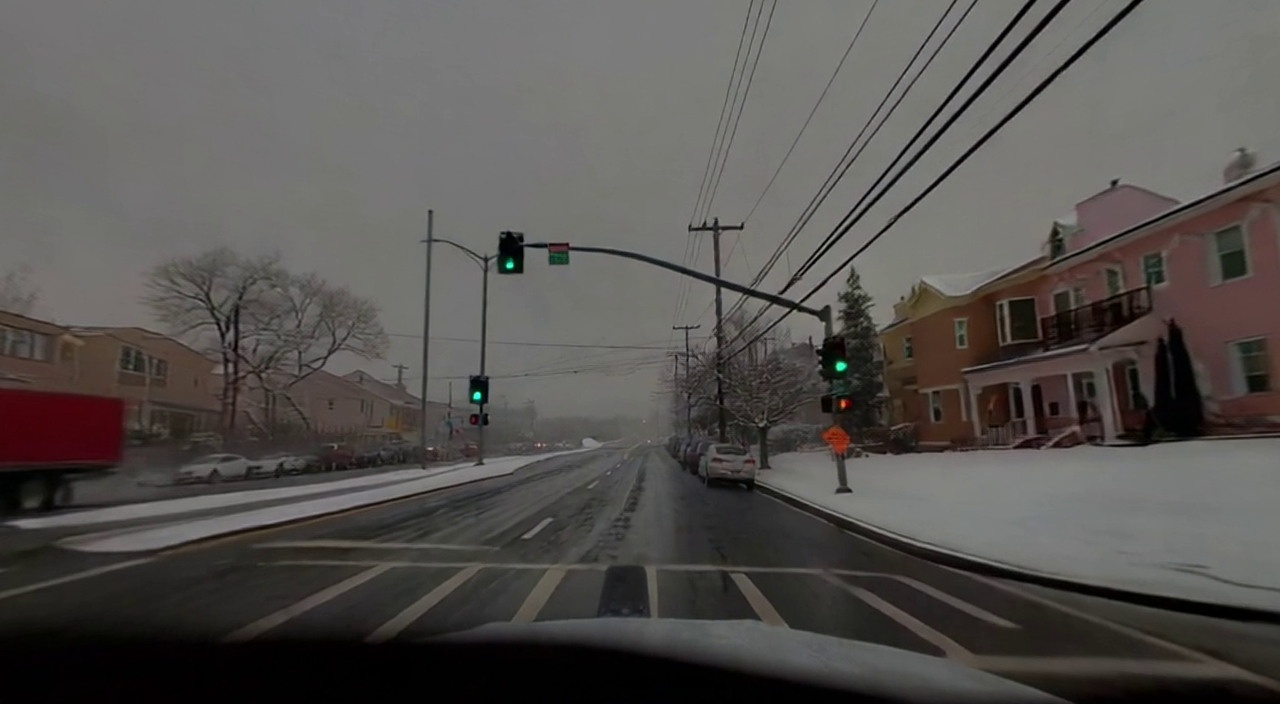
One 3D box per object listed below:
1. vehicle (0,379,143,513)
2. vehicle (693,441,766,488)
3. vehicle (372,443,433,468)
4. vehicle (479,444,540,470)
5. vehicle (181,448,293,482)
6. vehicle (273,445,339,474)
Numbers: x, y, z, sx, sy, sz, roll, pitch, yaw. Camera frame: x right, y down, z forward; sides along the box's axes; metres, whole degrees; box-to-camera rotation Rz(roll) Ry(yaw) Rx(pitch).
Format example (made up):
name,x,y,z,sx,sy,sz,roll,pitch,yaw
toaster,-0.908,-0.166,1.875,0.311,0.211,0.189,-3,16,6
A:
name,x,y,z,sx,sy,sz,roll,pitch,yaw
vehicle,-16.282,2.161,14.482,2.979,3.071,7.978,0,-8,2
vehicle,3.112,4.028,22.927,1.986,1.491,4.500,0,-9,0
vehicle,-15.479,6.771,41.377,1.985,1.515,4.792,-1,-9,2
vehicle,-5.992,4.837,29.244,1.925,1.016,2.951,-1,-6,7
vehicle,-18.969,5.309,29.956,2.060,1.484,4.726,-1,-8,2
vehicle,-18.710,6.018,35.494,1.652,1.478,3.682,0,-8,0
